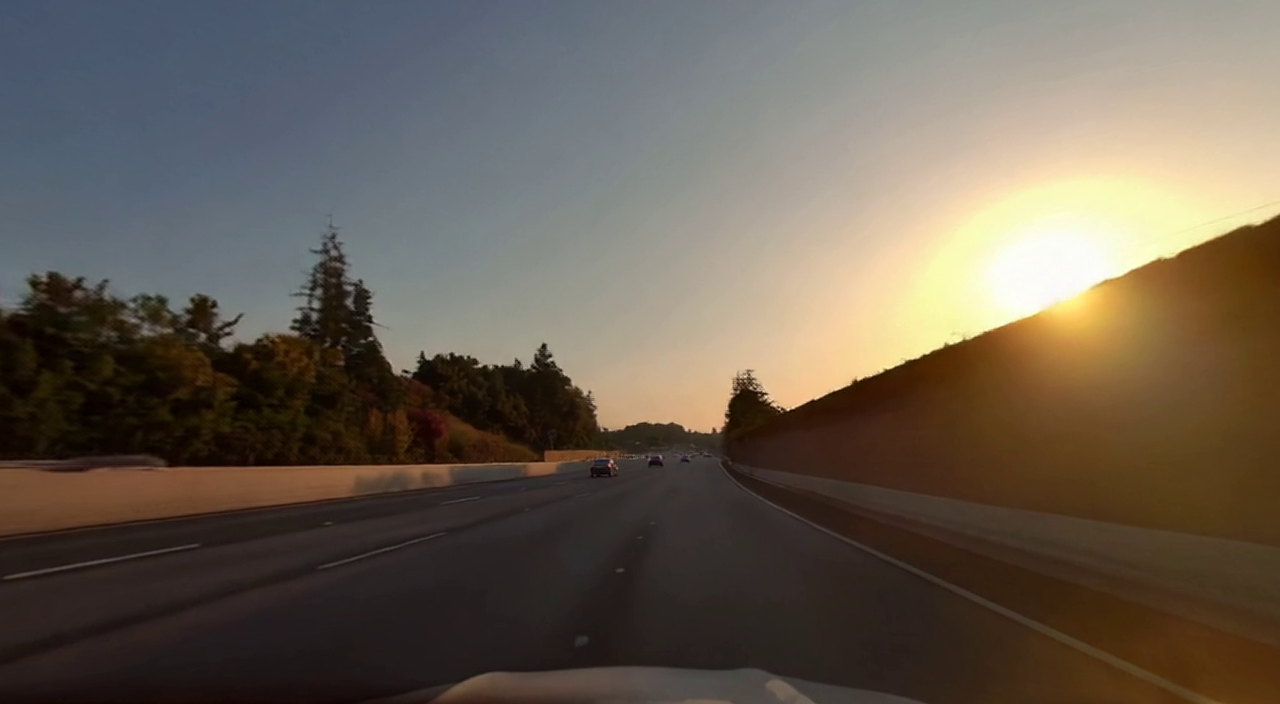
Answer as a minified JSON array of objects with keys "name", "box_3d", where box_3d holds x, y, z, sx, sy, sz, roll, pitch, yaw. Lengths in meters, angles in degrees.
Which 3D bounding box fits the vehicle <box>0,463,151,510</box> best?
[{"name":"vehicle","box_3d":[-18.832,4.276,20.415,1.793,1.238,4.760,-2,-9,7]}]
